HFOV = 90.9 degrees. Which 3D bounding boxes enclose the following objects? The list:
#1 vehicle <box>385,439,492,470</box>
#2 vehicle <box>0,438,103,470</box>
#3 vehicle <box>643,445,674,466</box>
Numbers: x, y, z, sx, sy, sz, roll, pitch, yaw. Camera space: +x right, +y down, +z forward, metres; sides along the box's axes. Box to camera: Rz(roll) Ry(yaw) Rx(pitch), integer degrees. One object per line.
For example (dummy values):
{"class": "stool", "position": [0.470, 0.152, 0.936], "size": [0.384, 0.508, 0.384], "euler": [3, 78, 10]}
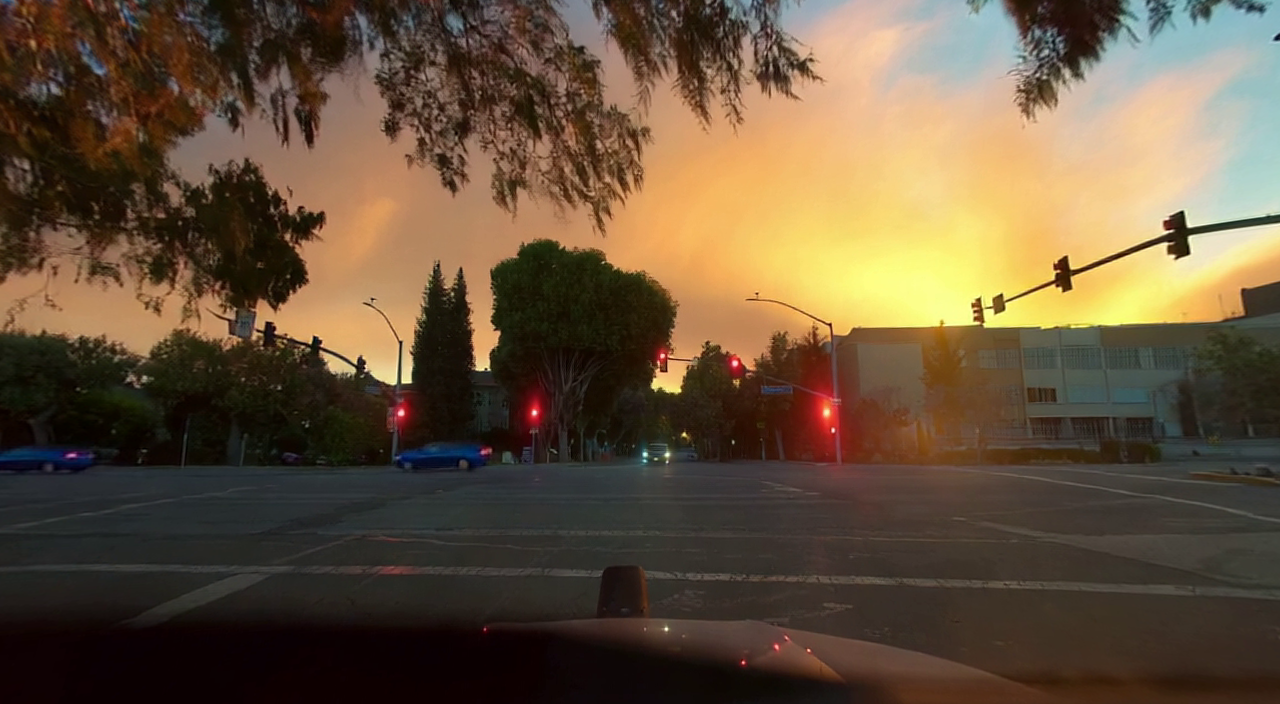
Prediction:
{"class": "vehicle", "position": [-9.995, 5.115, 31.503], "size": [4.681, 1.465, 1.820], "euler": [0, -9, 2]}
{"class": "vehicle", "position": [-30.610, 5.191, 32.114], "size": [4.735, 1.588, 1.877], "euler": [0, -9, 1]}
{"class": "vehicle", "position": [1.291, 7.634, 46.469], "size": [2.132, 1.449, 4.235], "euler": [0, -9, 0]}
